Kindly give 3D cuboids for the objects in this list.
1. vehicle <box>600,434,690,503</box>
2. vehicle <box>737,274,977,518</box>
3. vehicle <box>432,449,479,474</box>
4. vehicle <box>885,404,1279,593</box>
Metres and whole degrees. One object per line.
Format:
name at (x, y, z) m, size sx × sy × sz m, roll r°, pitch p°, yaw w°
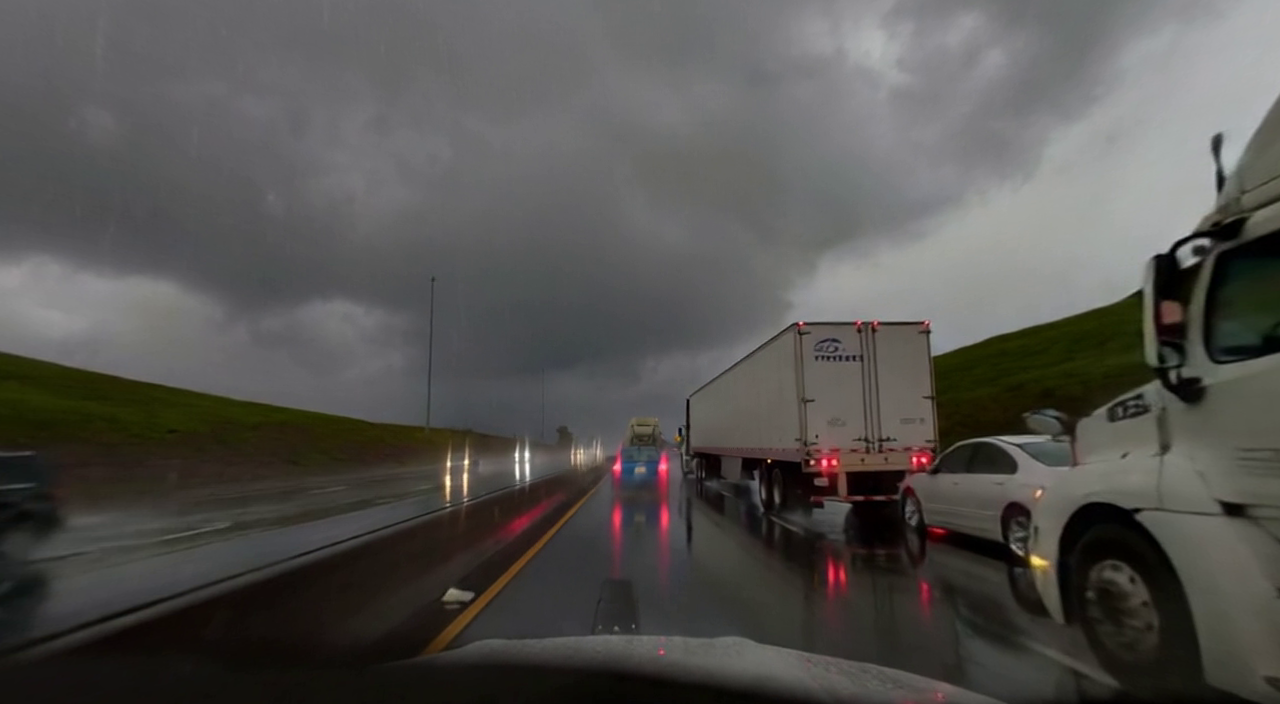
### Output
vehicle at (0.078, 2.919, 16.235) m, size 2.045 × 1.507 × 3.763 m, roll -1°, pitch -8°, yaw -1°
vehicle at (4.453, 1.429, 15.850) m, size 3.235 × 4.197 × 9.908 m, roll -1°, pitch -8°, yaw 5°
vehicle at (-11.961, 7.103, 40.997) m, size 1.940 × 1.495 × 3.889 m, roll -1°, pitch -8°, yaw -1°
vehicle at (5.469, 1.605, 7.970) m, size 1.888 × 1.591 × 4.815 m, roll 1°, pitch -8°, yaw -14°
